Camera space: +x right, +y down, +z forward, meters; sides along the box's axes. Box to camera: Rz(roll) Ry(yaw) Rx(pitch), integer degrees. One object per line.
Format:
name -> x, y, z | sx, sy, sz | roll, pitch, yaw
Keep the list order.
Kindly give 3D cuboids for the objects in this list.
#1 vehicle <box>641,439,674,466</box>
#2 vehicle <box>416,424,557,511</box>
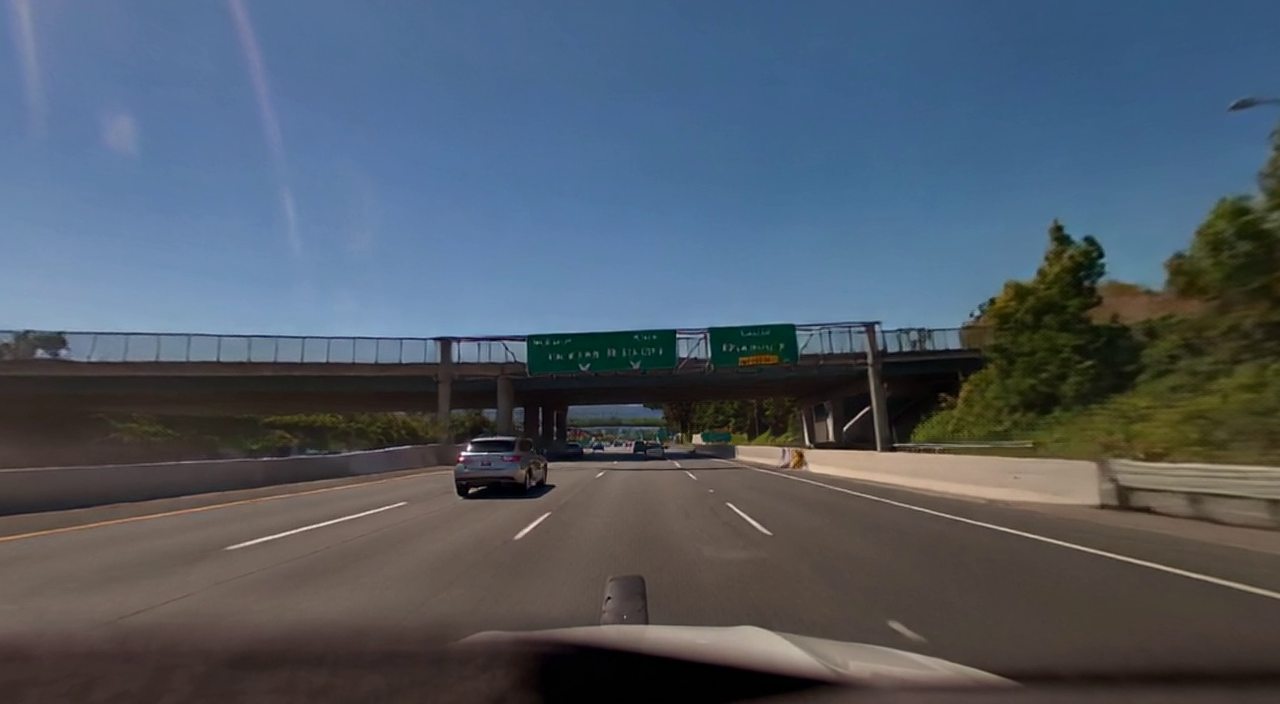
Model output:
vehicle -> 1.098, 6.505, 40.978 | 2.023, 1.589, 4.030 | -1, -8, 1
vehicle -> -3.467, 2.719, 15.297 | 2.214, 1.759, 4.435 | -1, -8, 1
